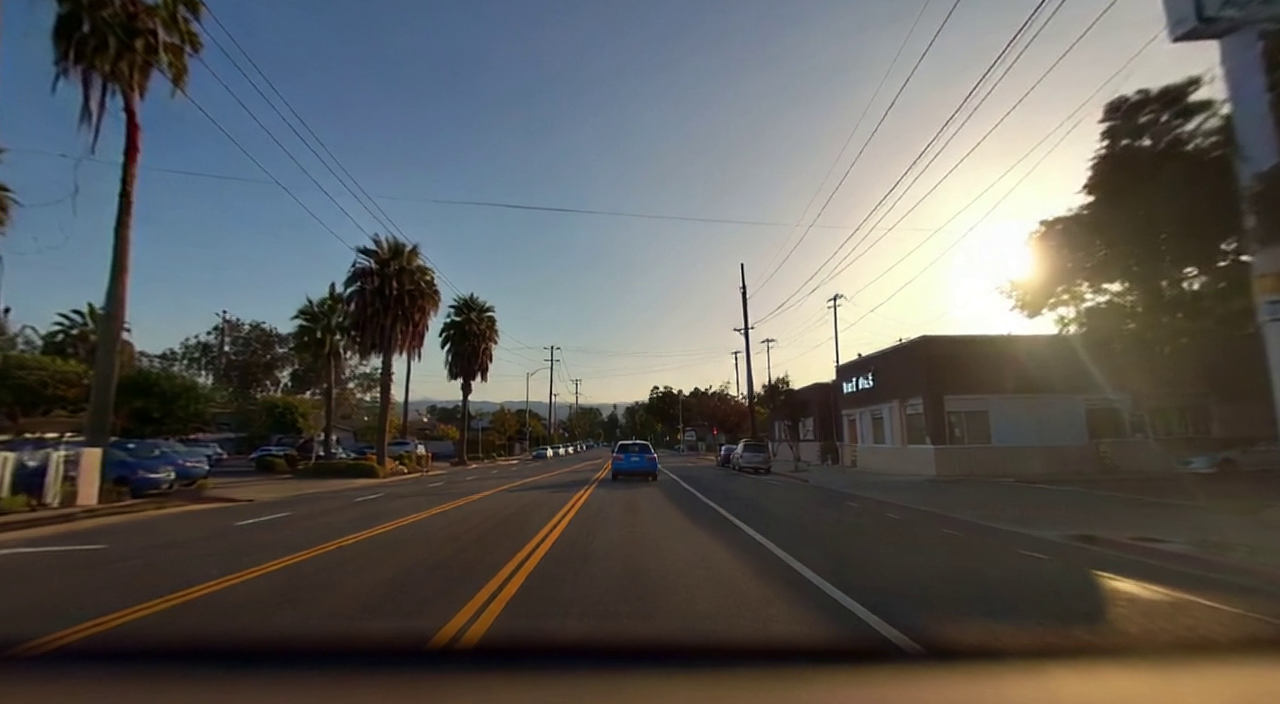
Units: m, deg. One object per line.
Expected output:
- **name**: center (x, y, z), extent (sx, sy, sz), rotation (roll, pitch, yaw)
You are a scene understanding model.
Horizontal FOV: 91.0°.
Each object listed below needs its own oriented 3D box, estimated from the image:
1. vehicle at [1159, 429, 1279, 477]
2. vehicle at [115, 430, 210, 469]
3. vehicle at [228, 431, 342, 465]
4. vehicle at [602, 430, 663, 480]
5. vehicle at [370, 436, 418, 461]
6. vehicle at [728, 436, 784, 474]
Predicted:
- **vehicle**: center (20.218, 3.276, 20.584), extent (4.707, 1.461, 1.994), rotation (0, -8, -2)
- **vehicle**: center (-22.144, 4.520, 29.415), extent (1.860, 1.656, 4.483), rotation (2, -8, -14)
- **vehicle**: center (-19.176, 5.183, 34.156), extent (4.976, 1.741, 1.986), rotation (7, -11, -40)
- **vehicle**: center (-0.313, 4.145, 25.600), extent (2.264, 1.798, 4.563), rotation (0, -8, -1)
- **vehicle**: center (-17.762, 6.991, 45.721), extent (2.084, 1.678, 4.707), rotation (1, -8, -7)
- **vehicle**: center (5.844, 5.228, 32.276), extent (1.945, 1.791, 4.460), rotation (0, -8, 0)
